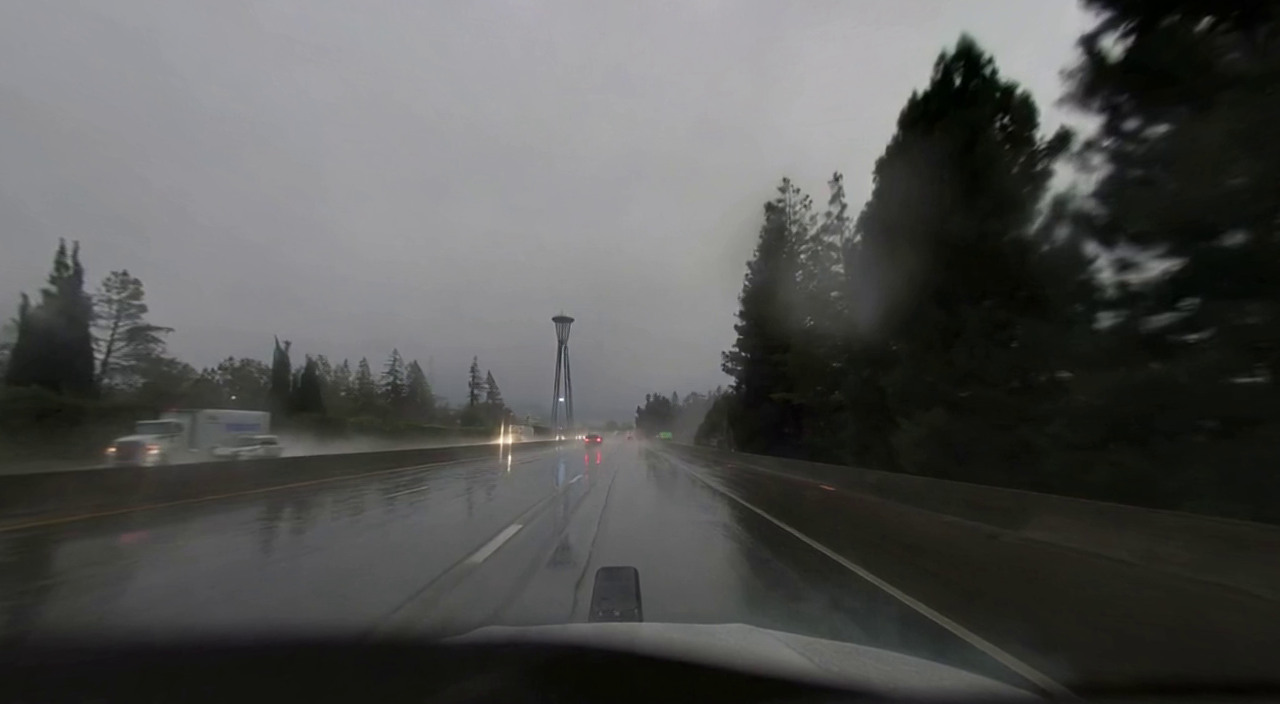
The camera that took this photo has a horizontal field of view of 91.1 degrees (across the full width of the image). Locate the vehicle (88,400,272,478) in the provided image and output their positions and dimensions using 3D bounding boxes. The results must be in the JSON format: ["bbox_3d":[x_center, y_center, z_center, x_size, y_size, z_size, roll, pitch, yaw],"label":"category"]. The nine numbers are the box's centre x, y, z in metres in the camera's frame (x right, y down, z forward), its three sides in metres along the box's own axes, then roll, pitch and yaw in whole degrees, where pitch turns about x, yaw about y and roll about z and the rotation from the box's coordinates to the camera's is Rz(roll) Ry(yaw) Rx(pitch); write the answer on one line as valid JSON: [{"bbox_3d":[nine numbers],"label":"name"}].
[{"bbox_3d":[-24.518,4.732,34.481,2.981,3.662,9.401,0,-8,0],"label":"vehicle"}]

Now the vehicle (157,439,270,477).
[{"bbox_3d":[-19.997,4.938,29.767,1.960,1.603,4.842,0,-8,0],"label":"vehicle"}]
